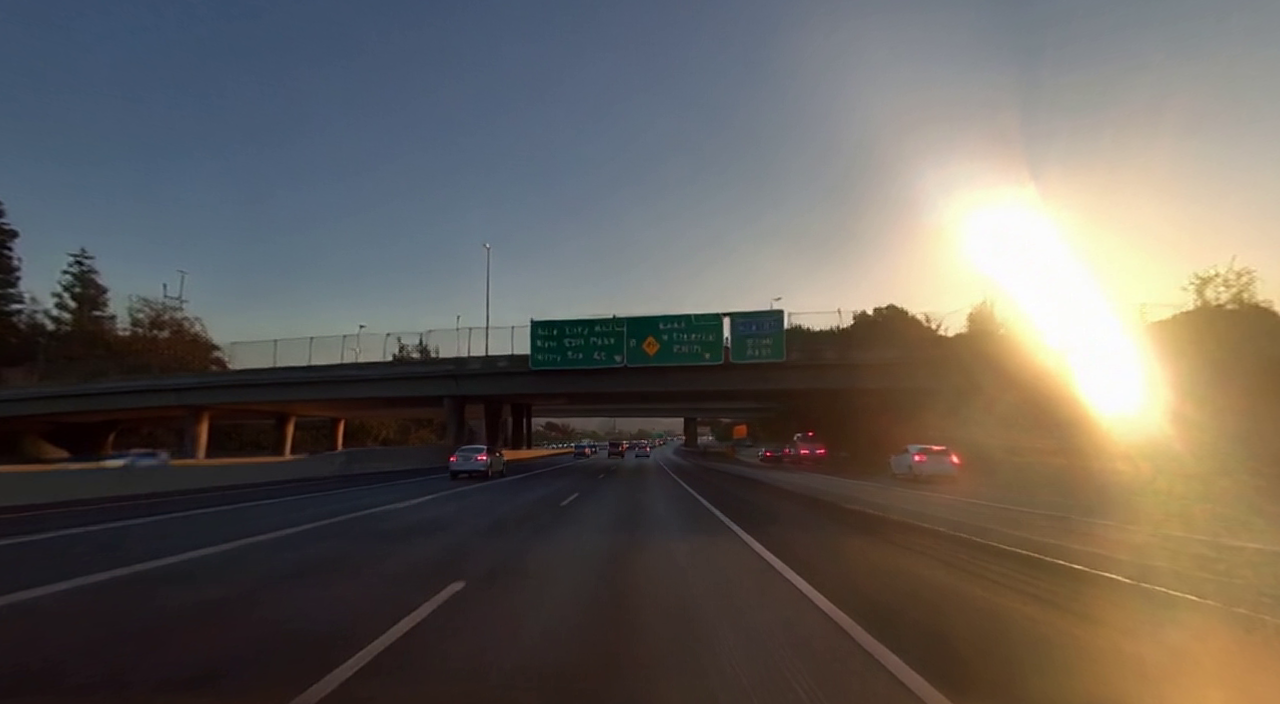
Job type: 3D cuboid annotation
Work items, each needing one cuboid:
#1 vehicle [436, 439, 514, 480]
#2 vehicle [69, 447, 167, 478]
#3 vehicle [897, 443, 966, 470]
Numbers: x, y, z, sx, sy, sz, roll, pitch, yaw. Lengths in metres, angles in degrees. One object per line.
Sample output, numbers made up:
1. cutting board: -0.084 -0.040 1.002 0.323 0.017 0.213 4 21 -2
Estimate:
1. vehicle: -6.598 4.338 25.660 1.985 1.513 4.172 0 -8 0
2. vehicle: -28.193 5.959 34.194 1.866 1.553 3.969 0 -8 1
3. vehicle: 17.648 6.333 38.397 1.884 1.567 4.692 0 -8 -1
